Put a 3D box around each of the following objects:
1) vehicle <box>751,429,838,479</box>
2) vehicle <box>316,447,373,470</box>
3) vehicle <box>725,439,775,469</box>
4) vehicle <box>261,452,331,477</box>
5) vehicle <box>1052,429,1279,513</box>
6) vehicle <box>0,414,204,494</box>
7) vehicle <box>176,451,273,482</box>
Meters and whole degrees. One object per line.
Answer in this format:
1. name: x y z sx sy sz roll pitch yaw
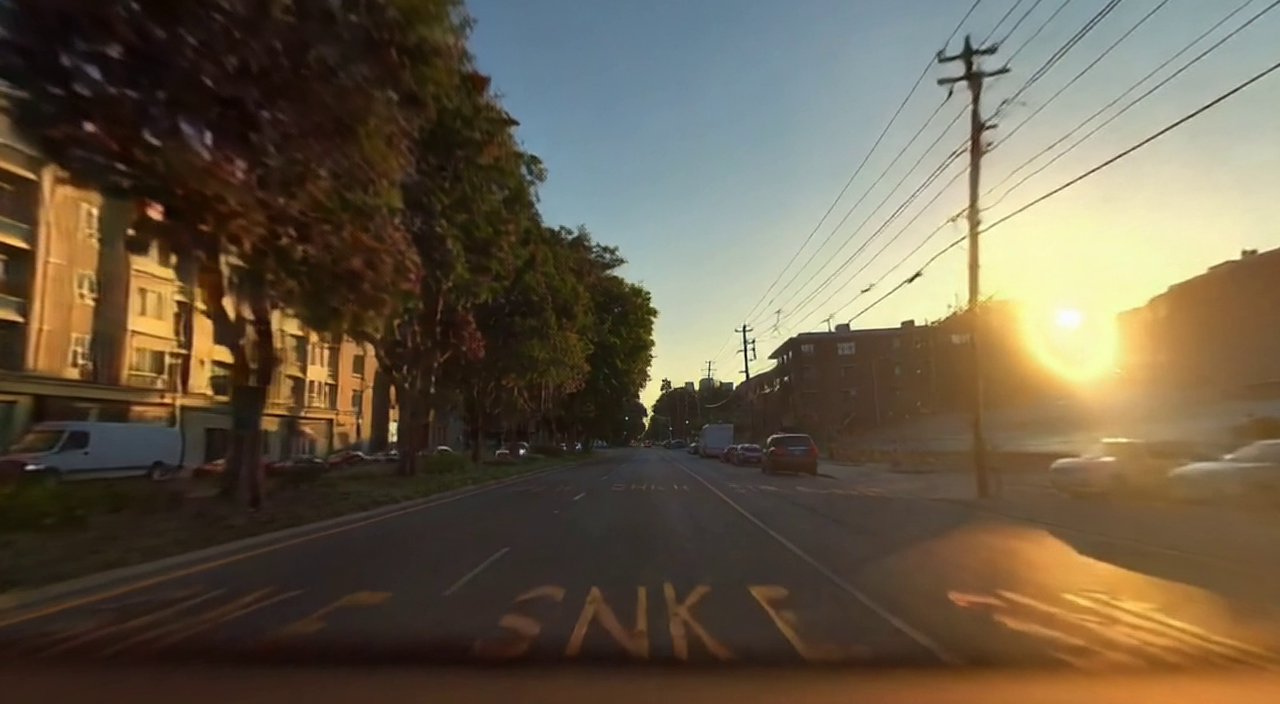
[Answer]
1. vehicle: 7.061 4.763 29.670 2.563 2.090 6.077 0 -8 0
2. vehicle: -22.055 7.977 47.250 1.778 1.533 4.967 -2 -8 2
3. vehicle: 7.199 6.768 42.016 2.258 1.845 5.381 0 -8 -1
4. vehicle: -22.072 7.211 40.645 1.907 1.404 4.413 -1 -8 3
5. vehicle: 11.848 2.582 14.238 1.970 1.551 4.713 0 -8 1
6. vehicle: -22.328 4.250 26.628 2.397 2.865 7.296 0 -8 1
7. vehicle: -22.284 6.128 34.067 1.877 1.473 4.892 0 -8 1
